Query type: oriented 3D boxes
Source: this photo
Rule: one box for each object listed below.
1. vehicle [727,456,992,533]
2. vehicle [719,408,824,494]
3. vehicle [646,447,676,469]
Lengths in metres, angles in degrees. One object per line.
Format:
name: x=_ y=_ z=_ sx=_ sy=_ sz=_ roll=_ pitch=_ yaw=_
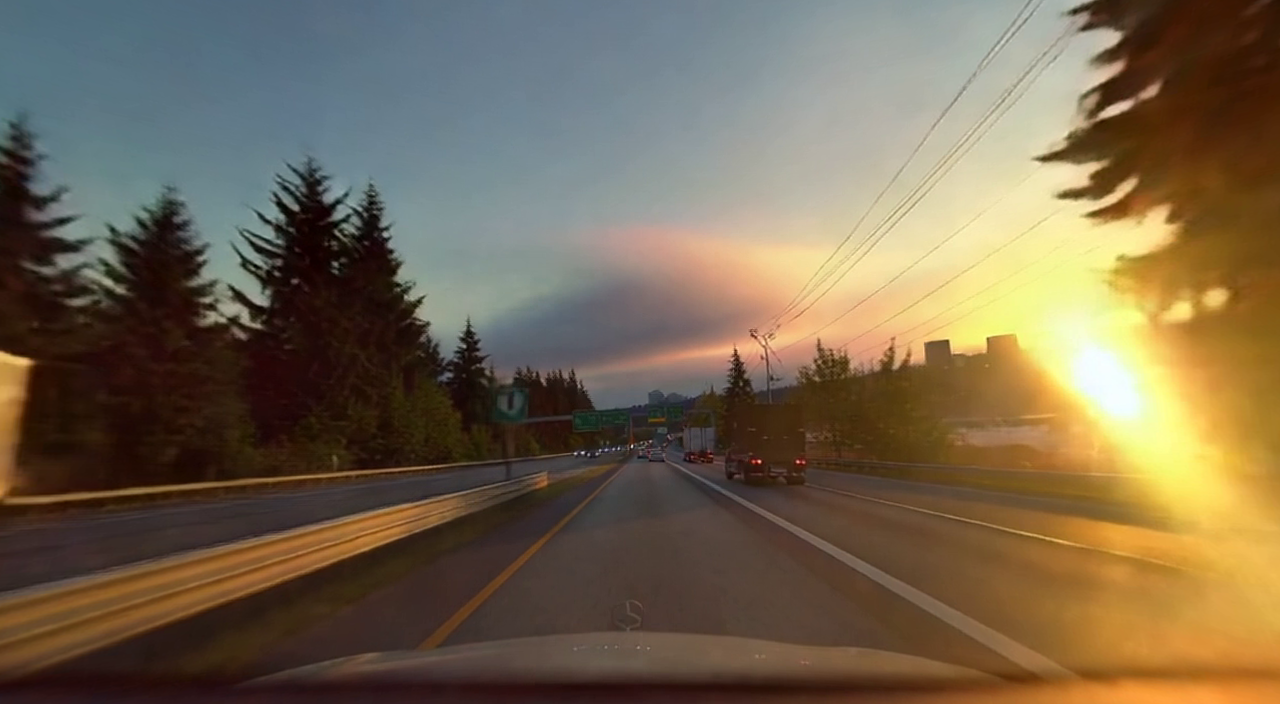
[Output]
vehicle: x=4.681 y=3.533 z=17.426 sx=2.472 sy=1.036 sz=13.239 roll=-2 pitch=-9 yaw=-1
vehicle: x=4.670 y=3.677 z=23.682 sx=2.569 sy=2.783 sz=5.984 roll=0 pitch=-9 yaw=-1
vehicle: x=1.445 y=7.502 z=44.718 sx=2.049 sy=1.500 sz=3.790 roll=0 pitch=-9 yaw=1
